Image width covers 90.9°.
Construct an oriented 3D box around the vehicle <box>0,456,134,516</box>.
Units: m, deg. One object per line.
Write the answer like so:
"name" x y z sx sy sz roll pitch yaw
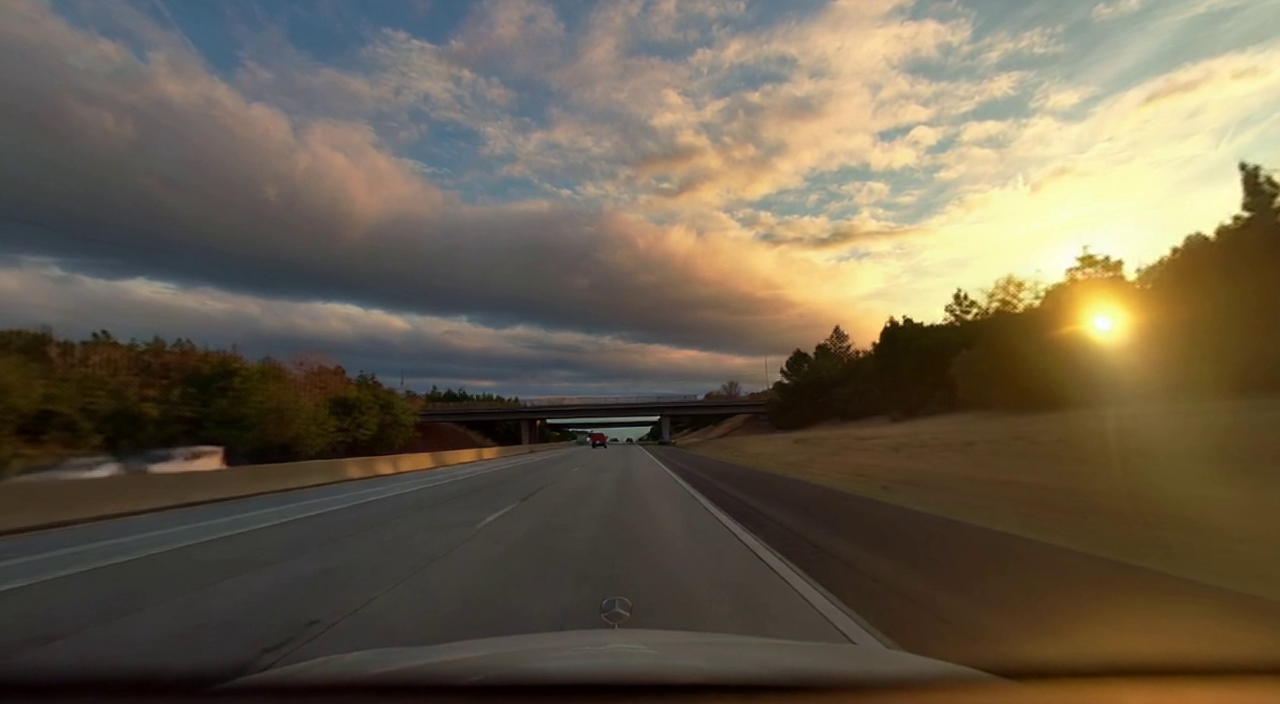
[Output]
"vehicle" -17.523 3.848 18.551 1.817 1.435 4.153 0 -8 -1
